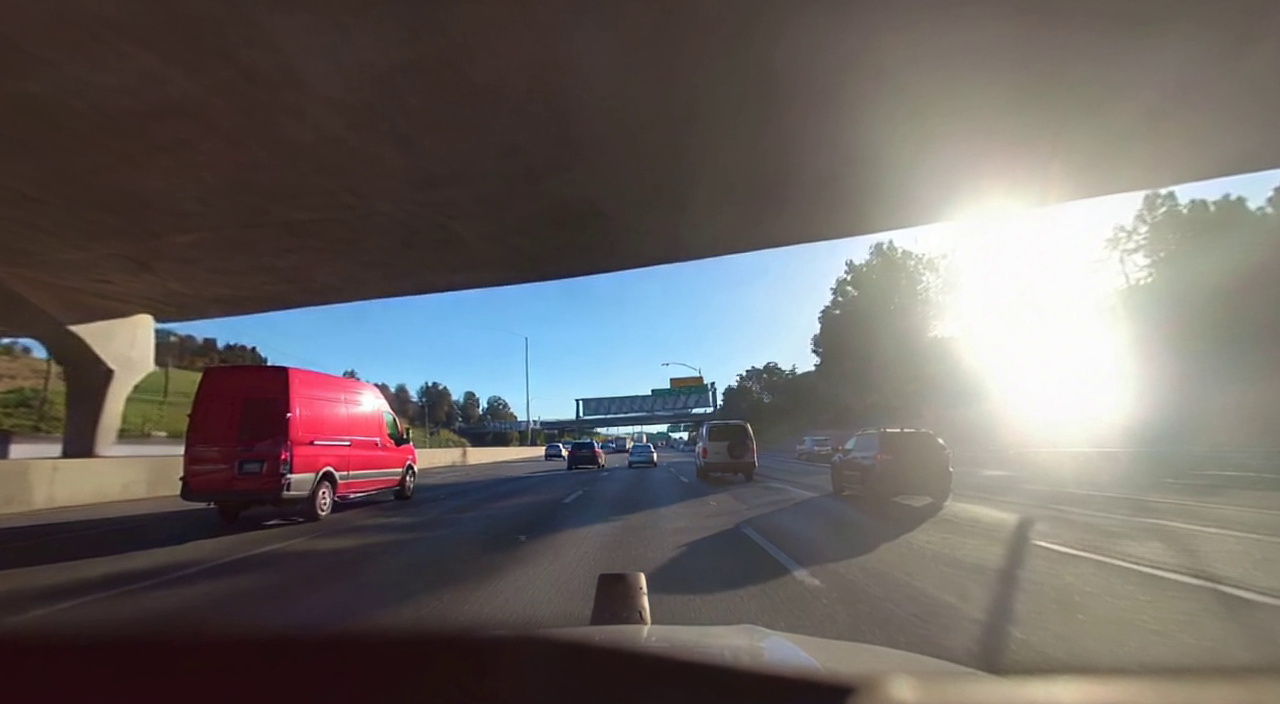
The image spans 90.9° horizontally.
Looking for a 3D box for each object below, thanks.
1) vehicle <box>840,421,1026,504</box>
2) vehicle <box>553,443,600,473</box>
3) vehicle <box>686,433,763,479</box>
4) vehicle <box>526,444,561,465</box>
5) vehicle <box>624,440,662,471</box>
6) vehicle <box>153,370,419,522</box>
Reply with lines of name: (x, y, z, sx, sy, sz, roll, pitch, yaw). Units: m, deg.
vehicle: (7.475, 2.894, 17.020, 2.304, 1.840, 5.706, 0, -8, 0)
vehicle: (-3.262, 5.549, 33.283, 1.970, 1.483, 4.071, 0, -8, 2)
vehicle: (3.731, 4.757, 29.221, 2.777, 1.895, 5.710, 0, -9, 0)
vehicle: (-7.381, 7.878, 48.588, 1.961, 1.562, 4.301, 0, -8, 1)
vehicle: (0.163, 5.940, 36.404, 2.115, 1.617, 4.102, 0, -8, 0)
vehicle: (-7.503, 2.160, 14.624, 2.336, 2.708, 6.421, 0, -9, 0)
